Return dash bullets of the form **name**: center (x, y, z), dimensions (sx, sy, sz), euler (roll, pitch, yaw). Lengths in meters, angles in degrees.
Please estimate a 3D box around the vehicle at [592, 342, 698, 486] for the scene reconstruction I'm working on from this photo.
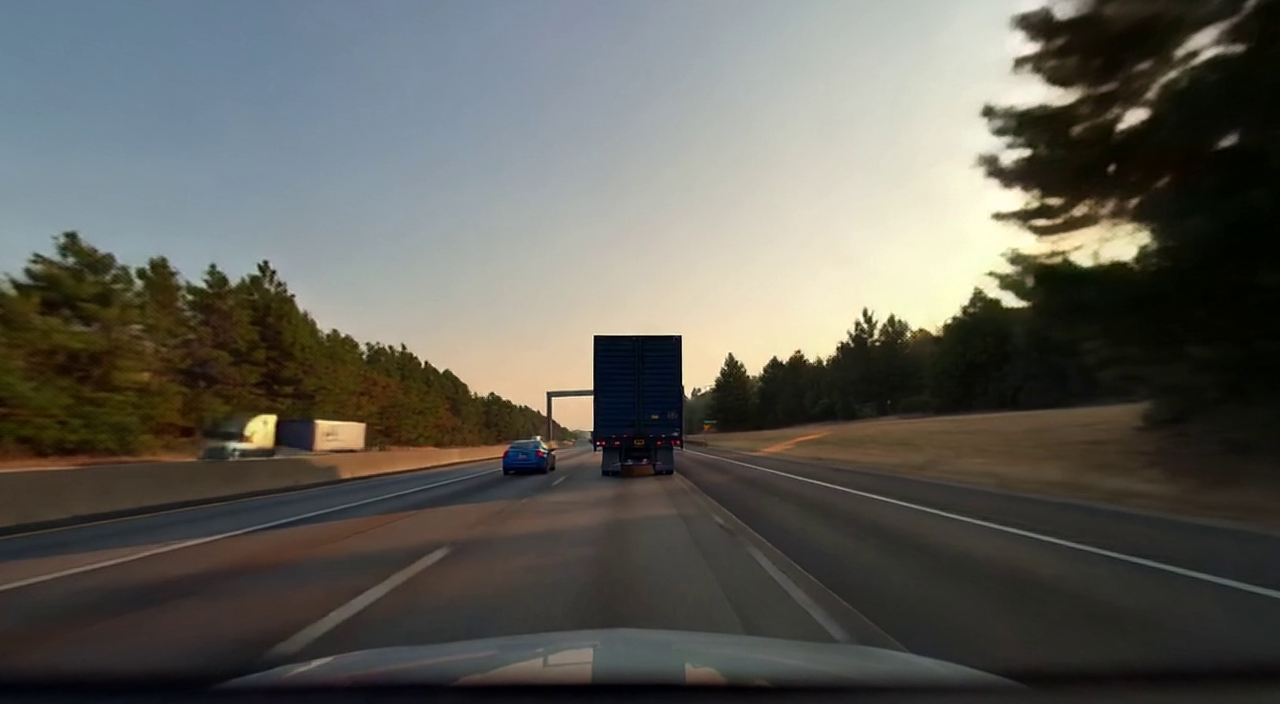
- **vehicle**: center (0.025, 2.526, 23.605), dimensions (3.073, 4.196, 10.546), euler (0, -8, -1)

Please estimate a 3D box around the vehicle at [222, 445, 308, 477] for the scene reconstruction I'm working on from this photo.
- **vehicle**: center (-19.942, 5.809, 33.745), dimensions (1.801, 1.548, 4.633), euler (0, -8, 0)

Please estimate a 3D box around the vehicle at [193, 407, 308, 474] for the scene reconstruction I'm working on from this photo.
- **vehicle**: center (-24.678, 5.657, 40.337), dimensions (3.035, 3.916, 6.401), euler (-1, -8, 1)

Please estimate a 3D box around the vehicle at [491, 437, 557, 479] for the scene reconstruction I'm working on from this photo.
- **vehicle**: center (-4.599, 4.263, 25.557), dimensions (1.854, 1.530, 4.268), euler (0, -8, 0)
